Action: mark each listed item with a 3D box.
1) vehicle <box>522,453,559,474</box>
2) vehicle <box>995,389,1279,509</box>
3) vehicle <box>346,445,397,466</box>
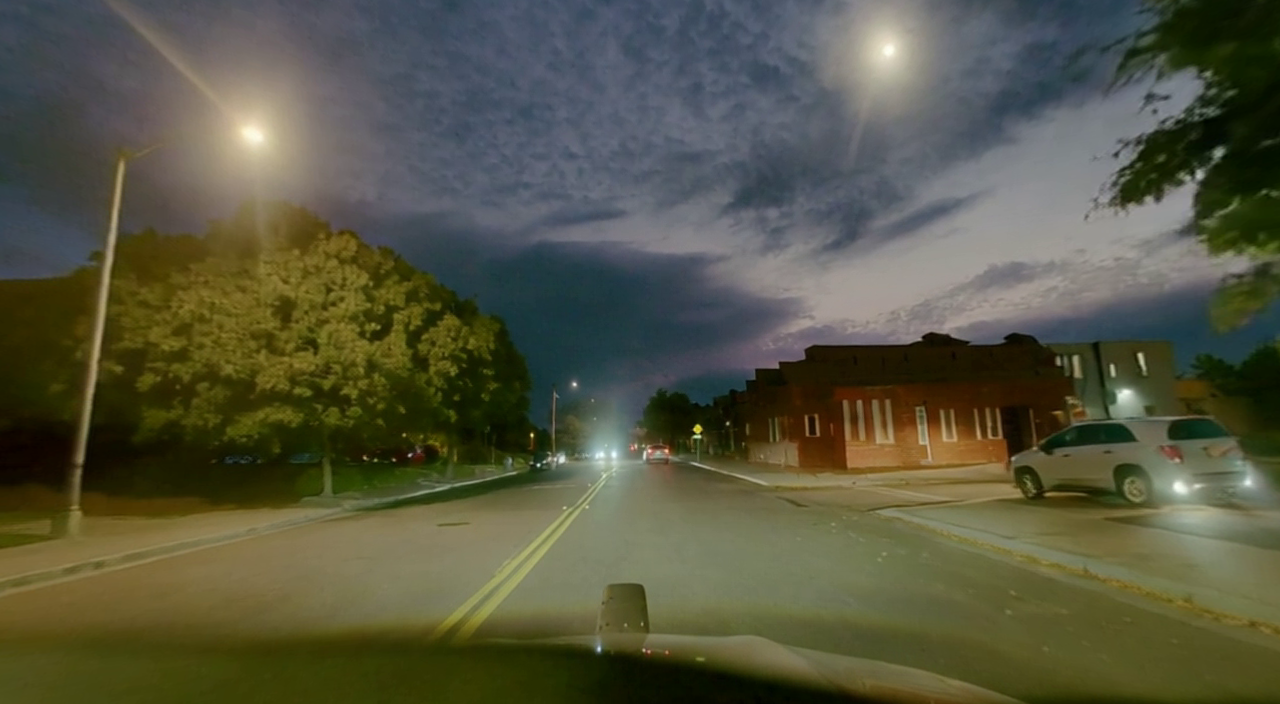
[{"bbox_3d":[-7.111,8.004,45.423,1.930,1.463,4.195,0,-9,0],"label":"vehicle"},{"bbox_3d":[9.258,1.939,12.142,2.018,1.840,4.662,0,-11,0],"label":"vehicle"},{"bbox_3d":[-21.219,8.223,49.993,1.906,1.596,4.599,0,-9,1],"label":"vehicle"}]
